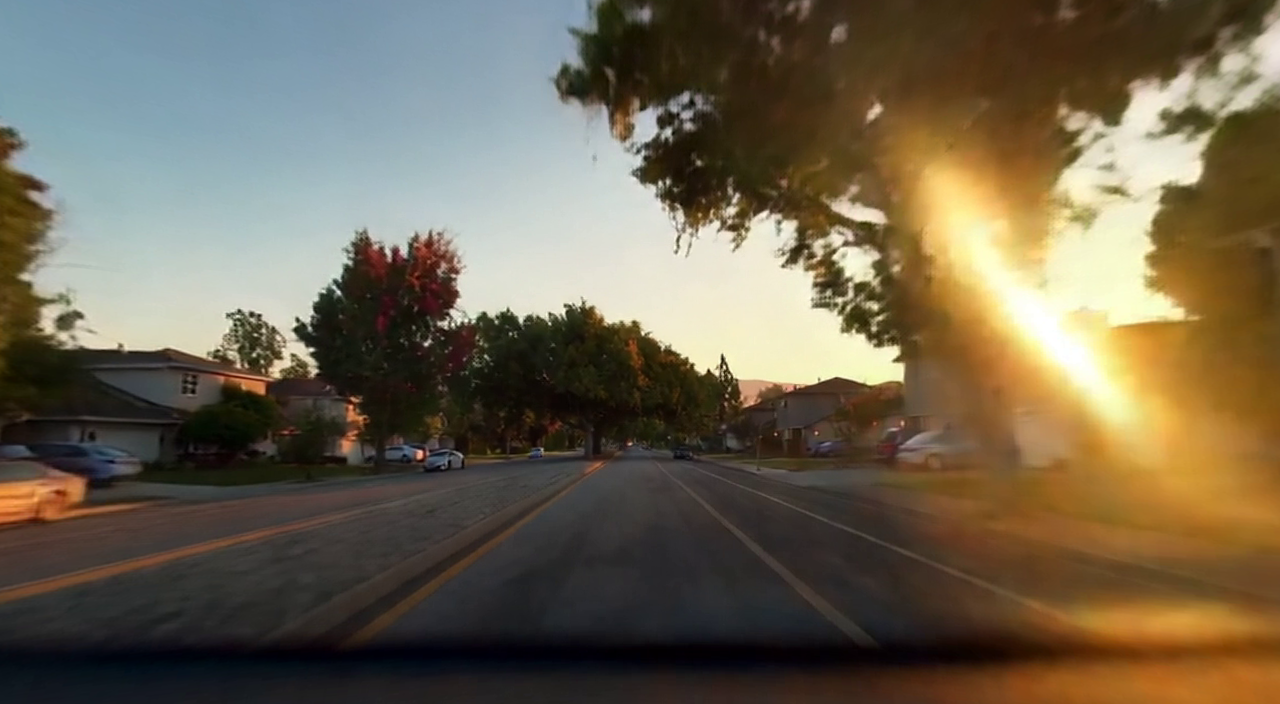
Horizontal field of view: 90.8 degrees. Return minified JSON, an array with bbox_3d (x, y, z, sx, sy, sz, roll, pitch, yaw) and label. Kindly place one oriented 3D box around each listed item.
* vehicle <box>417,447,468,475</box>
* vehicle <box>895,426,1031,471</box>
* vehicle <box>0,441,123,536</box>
[{"bbox_3d":[-12.826,7.069,41.252,1.936,1.504,4.456,-2,-7,-1],"label":"vehicle"},{"bbox_3d":[13.602,4.094,26.817,4.629,1.770,1.959,0,-8,0],"label":"vehicle"},{"bbox_3d":[-12.642,2.546,11.880,2.110,1.709,4.426,0,-8,-1],"label":"vehicle"}]
